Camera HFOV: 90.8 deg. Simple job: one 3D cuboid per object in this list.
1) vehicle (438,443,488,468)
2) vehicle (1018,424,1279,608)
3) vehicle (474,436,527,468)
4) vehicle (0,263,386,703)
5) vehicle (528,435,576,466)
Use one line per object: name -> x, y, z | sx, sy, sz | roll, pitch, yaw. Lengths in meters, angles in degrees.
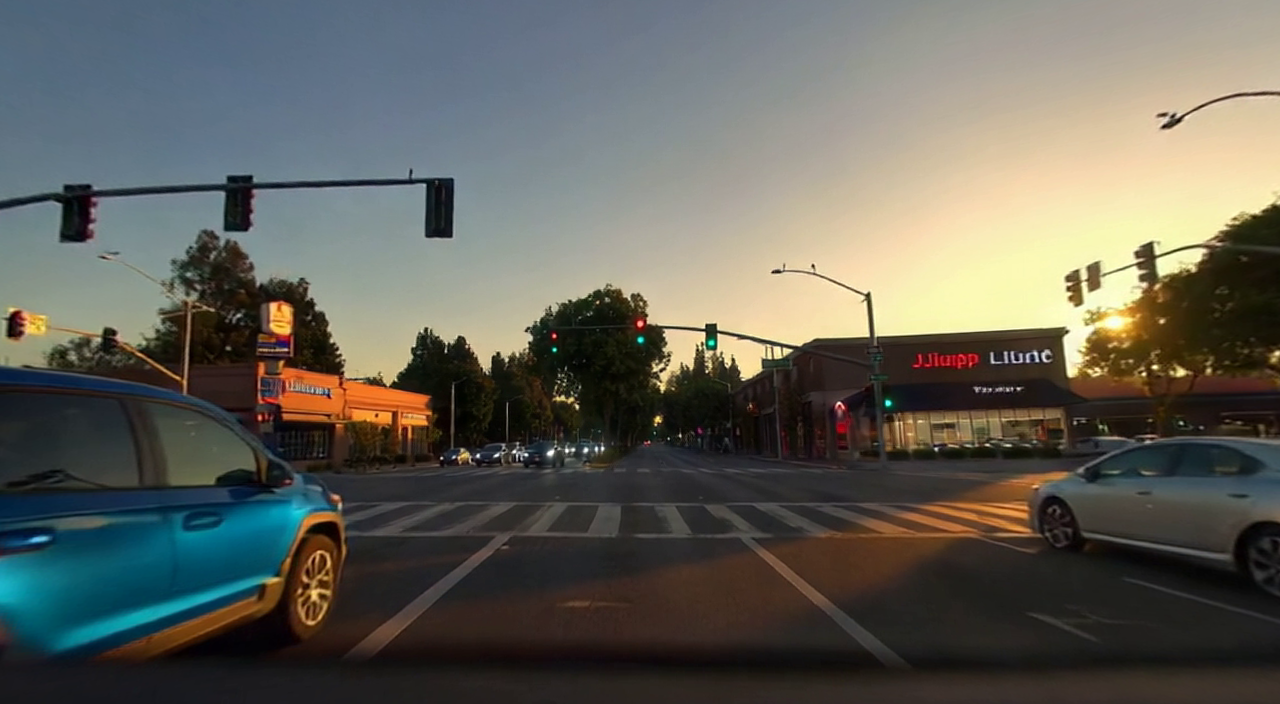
vehicle -> -11.362, 6.666, 40.839 | 2.003, 1.476, 4.082 | 0, -8, 1
vehicle -> 6.162, 1.475, 6.143 | 1.972, 1.476, 4.775 | 0, -8, -1
vehicle -> -8.445, 6.120, 38.776 | 2.273, 1.791, 4.809 | 0, -8, -1
vehicle -> -3.345, 0.777, 2.944 | 2.313, 1.883, 5.016 | 0, -9, -1
vehicle -> -5.457, 6.222, 40.035 | 2.384, 1.787, 5.038 | 0, -8, -1
